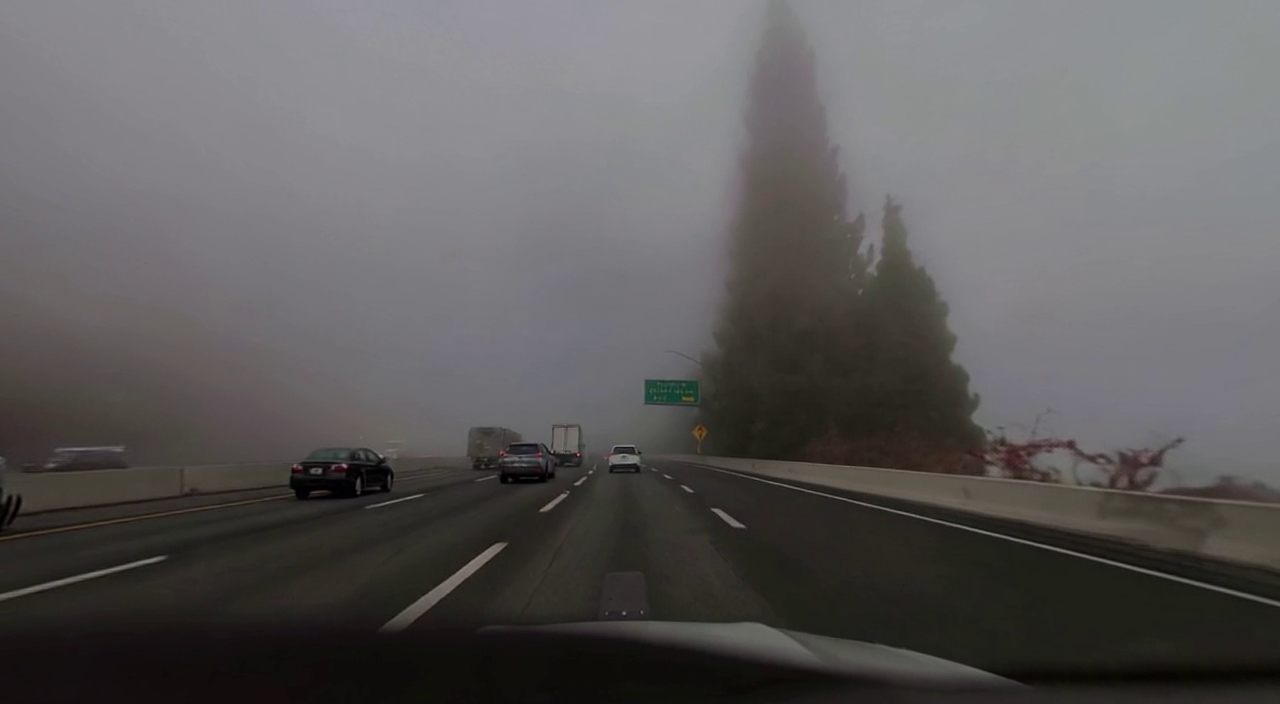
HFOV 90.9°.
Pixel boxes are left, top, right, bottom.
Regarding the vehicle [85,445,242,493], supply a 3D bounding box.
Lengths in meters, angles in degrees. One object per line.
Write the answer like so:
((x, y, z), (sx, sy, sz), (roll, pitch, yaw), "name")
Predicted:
((-16.129, 3.943, 21.734), (1.932, 1.448, 4.507), (0, -8, -1), "vehicle")

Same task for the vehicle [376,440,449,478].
((-11.861, 5.580, 33.247), (2.079, 1.807, 5.187), (0, -8, -2), "vehicle")

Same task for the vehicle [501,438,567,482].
((-4.209, 4.370, 25.784), (2.005, 1.631, 4.295), (0, -8, -1), "vehicle")

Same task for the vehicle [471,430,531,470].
((-8.982, 6.396, 41.381), (2.773, 2.402, 6.232), (0, -8, -3), "vehicle")

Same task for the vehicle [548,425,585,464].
((-5.343, 6.856, 46.646), (2.279, 2.672, 5.256), (0, -8, -2), "vehicle")

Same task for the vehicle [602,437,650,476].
((-0.670, 4.838, 29.373), (2.092, 1.671, 3.772), (0, -8, -2), "vehicle")

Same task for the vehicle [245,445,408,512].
((-7.764, 3.125, 16.217), (1.896, 1.465, 4.399), (0, -8, 0), "vehicle")
